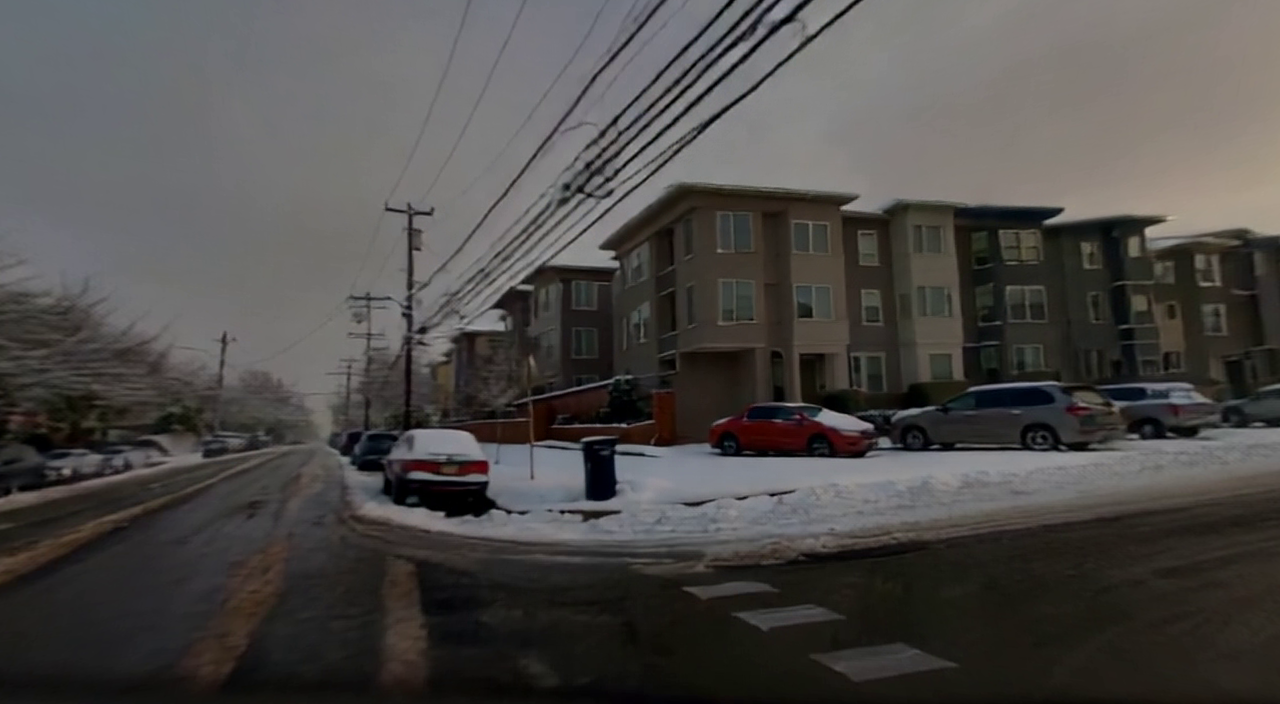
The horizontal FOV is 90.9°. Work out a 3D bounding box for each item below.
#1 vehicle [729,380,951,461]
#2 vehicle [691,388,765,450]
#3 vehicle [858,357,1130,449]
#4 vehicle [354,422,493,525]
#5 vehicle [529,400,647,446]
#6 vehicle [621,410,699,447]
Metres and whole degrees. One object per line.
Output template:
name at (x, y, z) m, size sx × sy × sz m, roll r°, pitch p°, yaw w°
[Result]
vehicle at (4.700, 1.719, 15.107) m, size 4.648 × 1.659 × 1.897 m, roll -6°, pitch -10°, yaw 32°
vehicle at (2.754, 2.168, 19.719) m, size 2.003 × 1.695 × 4.195 m, roll -2°, pitch -8°, yaw 9°
vehicle at (8.669, 1.439, 15.972) m, size 5.514 × 1.976 × 2.153 m, roll -5°, pitch -9°, yaw 30°
vehicle at (-4.269, 2.211, 12.057) m, size 1.914 × 1.591 × 3.892 m, roll 4°, pitch -9°, yaw -27°
vehicle at (-2.521, 3.347, 28.946) m, size 5.778 × 1.875 × 2.152 m, roll -8°, pitch -11°, yaw 44°
vehicle at (0.923, 3.650, 30.567) m, size 1.754 × 1.559 × 3.567 m, roll 5°, pitch -6°, yaw -41°
